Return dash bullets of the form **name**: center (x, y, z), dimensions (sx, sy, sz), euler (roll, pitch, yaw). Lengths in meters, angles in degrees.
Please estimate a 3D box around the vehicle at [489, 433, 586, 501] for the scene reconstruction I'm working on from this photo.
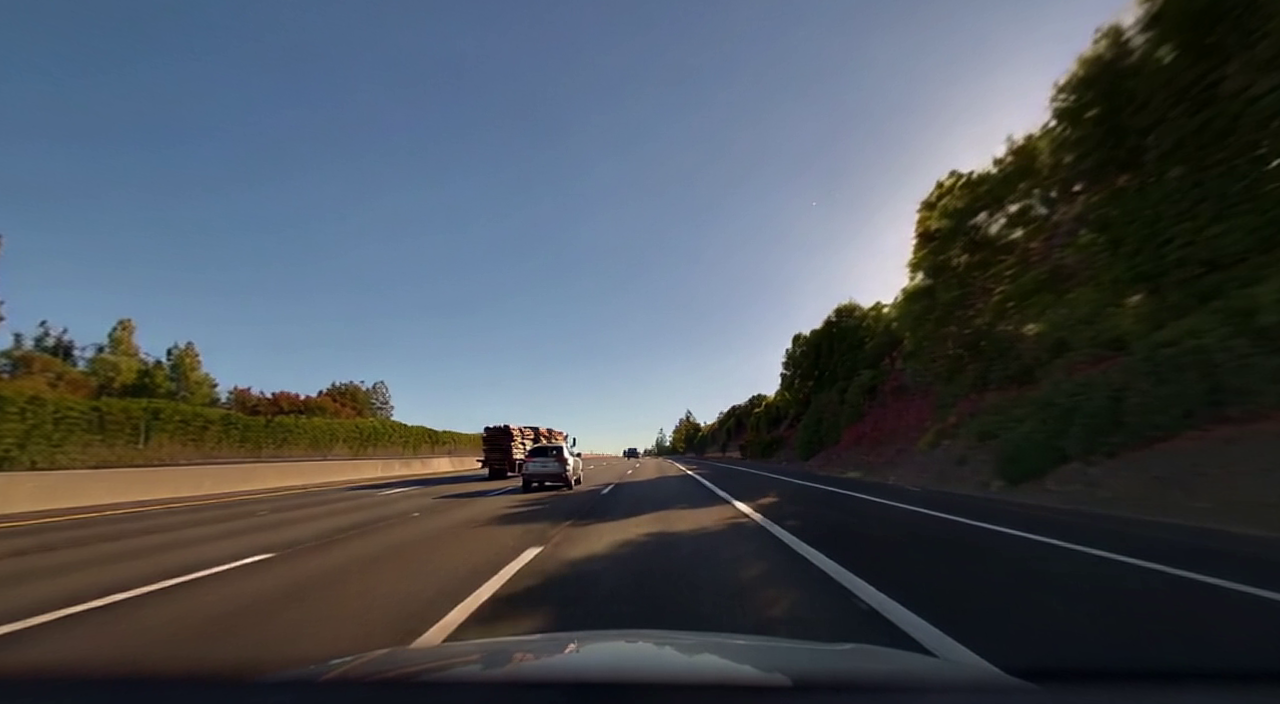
- **vehicle**: center (-2.953, 3.434, 19.268), dimensions (2.114, 1.787, 4.365), euler (0, -8, 2)
